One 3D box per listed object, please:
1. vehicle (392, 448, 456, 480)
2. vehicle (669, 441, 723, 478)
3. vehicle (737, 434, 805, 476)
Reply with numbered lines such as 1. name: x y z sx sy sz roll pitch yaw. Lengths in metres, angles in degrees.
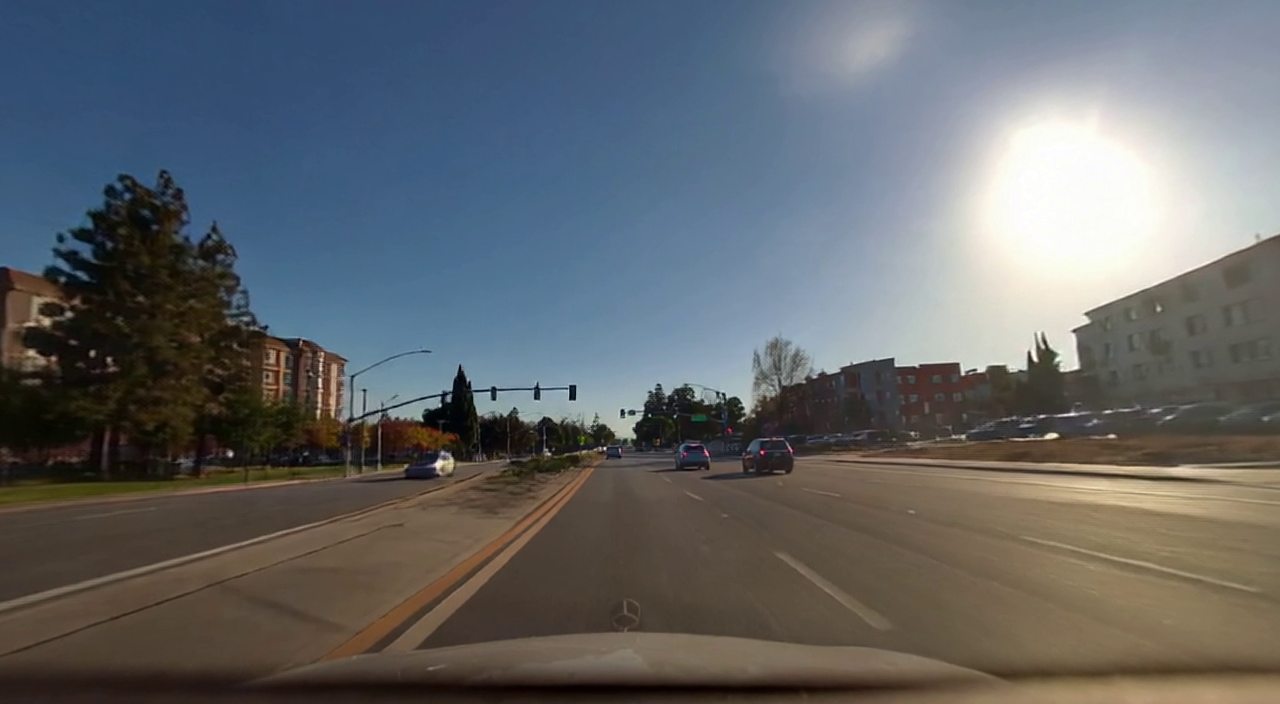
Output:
1. vehicle: -11.495 5.945 33.954 1.802 1.560 4.476 0 -9 1
2. vehicle: 2.509 4.981 29.520 1.917 1.538 4.259 0 -9 -3
3. vehicle: 5.873 4.693 28.979 1.946 1.773 4.641 0 -9 -3
